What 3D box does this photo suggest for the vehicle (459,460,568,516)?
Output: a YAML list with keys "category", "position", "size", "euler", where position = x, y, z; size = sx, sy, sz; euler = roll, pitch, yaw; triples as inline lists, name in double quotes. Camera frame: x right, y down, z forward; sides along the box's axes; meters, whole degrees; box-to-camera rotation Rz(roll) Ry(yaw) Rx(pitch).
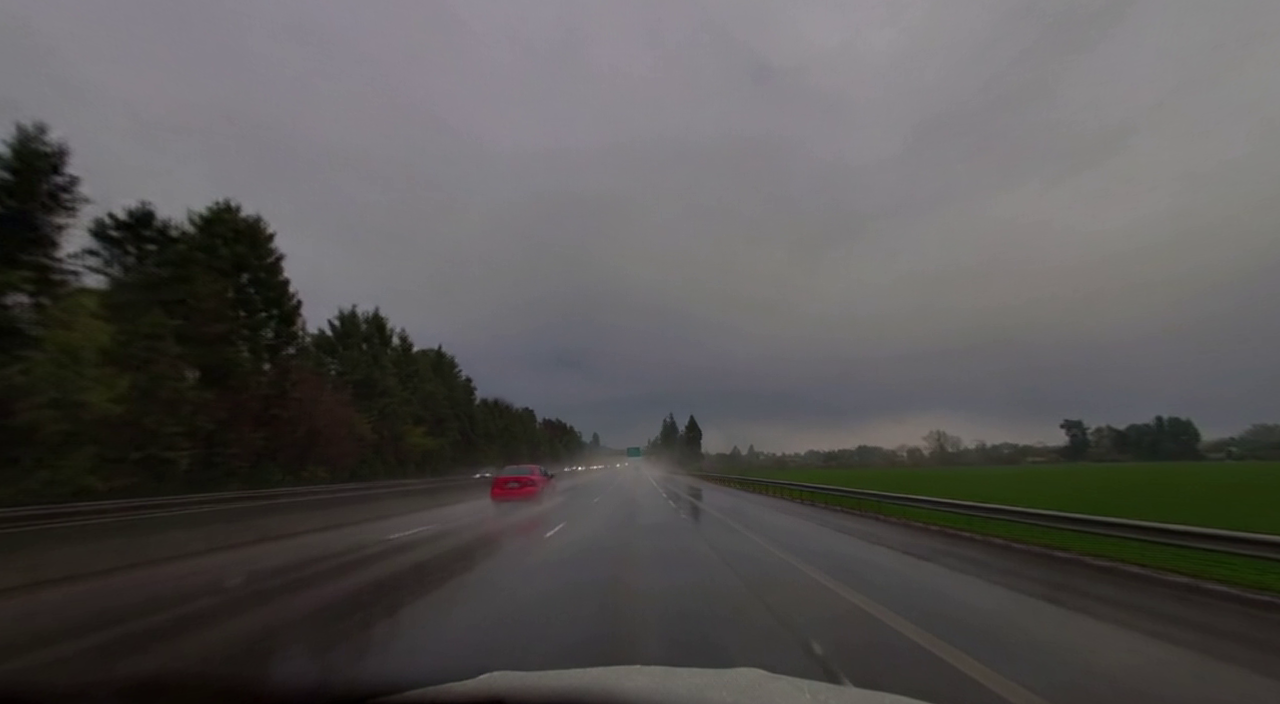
- category: "vehicle"
  position: [-3.604, 4.014, 18.922]
  size: [2.183, 1.435, 4.653]
  euler: [0, -10, 1]
